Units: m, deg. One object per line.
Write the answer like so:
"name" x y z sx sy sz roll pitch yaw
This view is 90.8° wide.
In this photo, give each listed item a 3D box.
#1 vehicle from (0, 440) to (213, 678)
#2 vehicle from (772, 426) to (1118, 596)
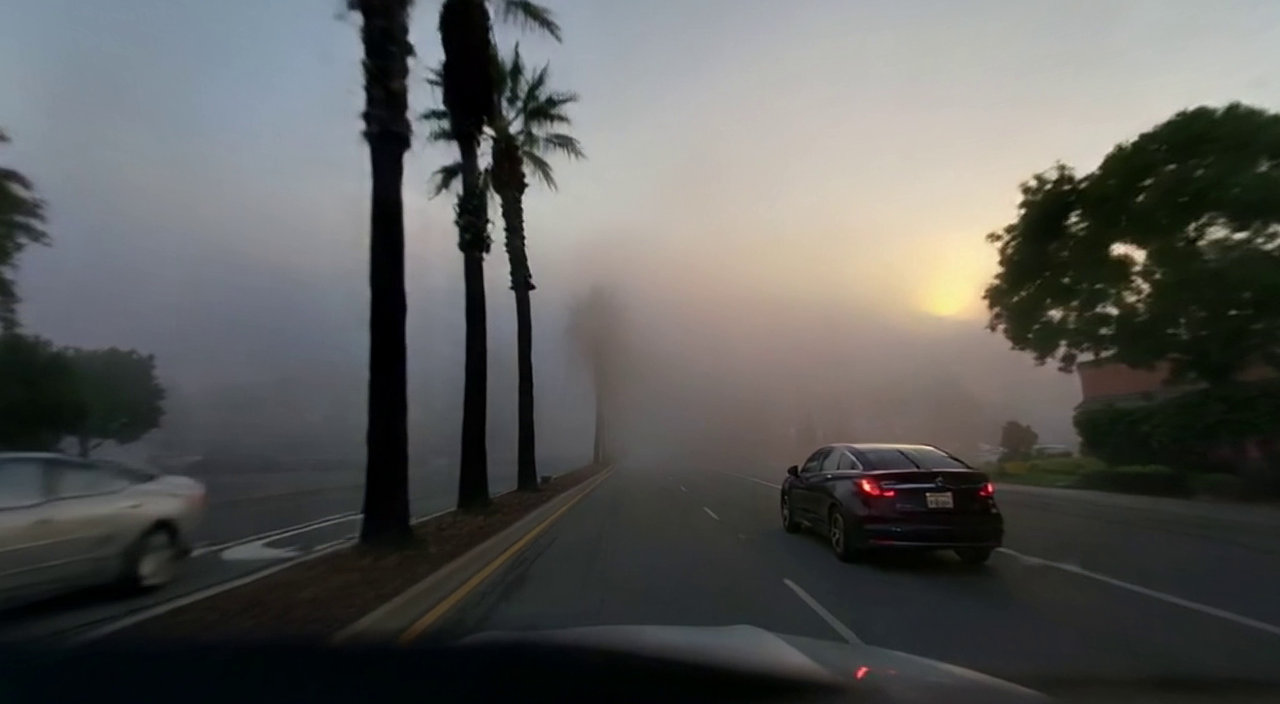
"vehicle" -4.813 1.227 3.590 1.798 1.441 4.309 0 -9 -1
"vehicle" 3.210 1.772 8.014 1.989 1.492 4.689 0 -9 -1
